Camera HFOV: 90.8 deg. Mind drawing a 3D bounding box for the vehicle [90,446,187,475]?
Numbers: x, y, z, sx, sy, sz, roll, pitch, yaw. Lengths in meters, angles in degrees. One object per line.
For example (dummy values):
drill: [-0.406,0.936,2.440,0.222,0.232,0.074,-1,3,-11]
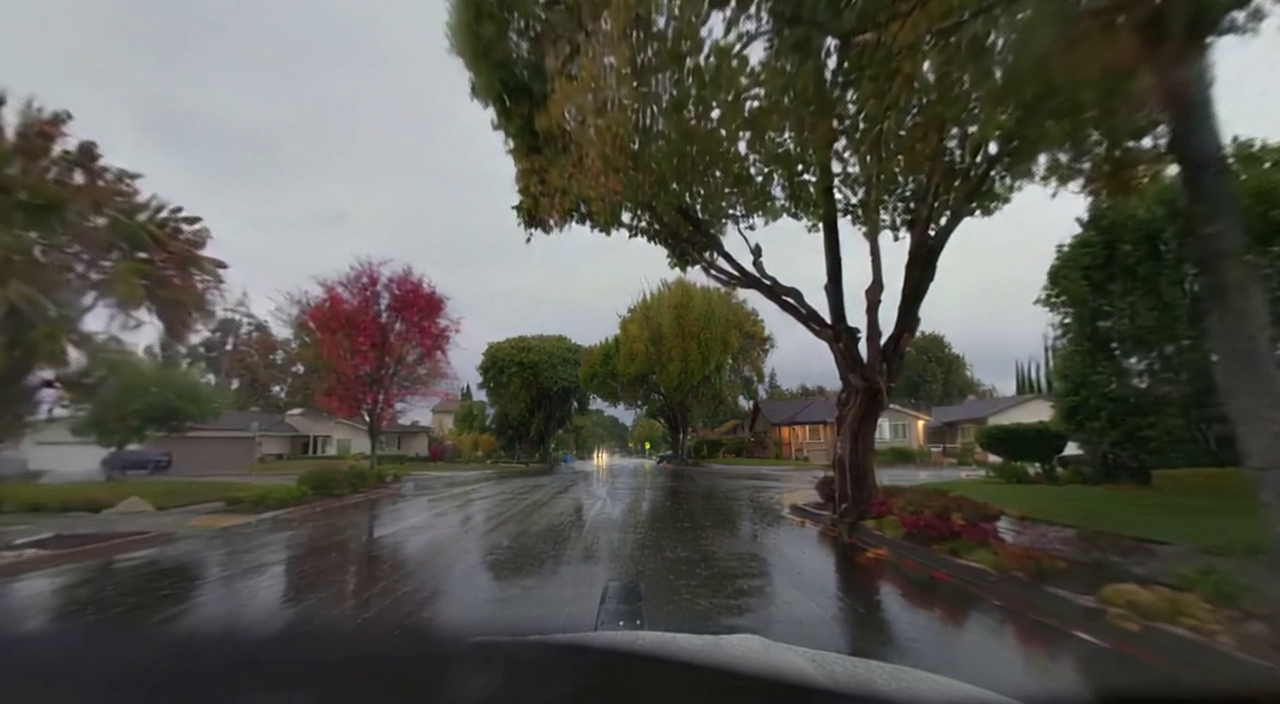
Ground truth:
vehicle: [-30.228,6.565,38.177,4.023,1.692,2.024,0,-11,-2]
